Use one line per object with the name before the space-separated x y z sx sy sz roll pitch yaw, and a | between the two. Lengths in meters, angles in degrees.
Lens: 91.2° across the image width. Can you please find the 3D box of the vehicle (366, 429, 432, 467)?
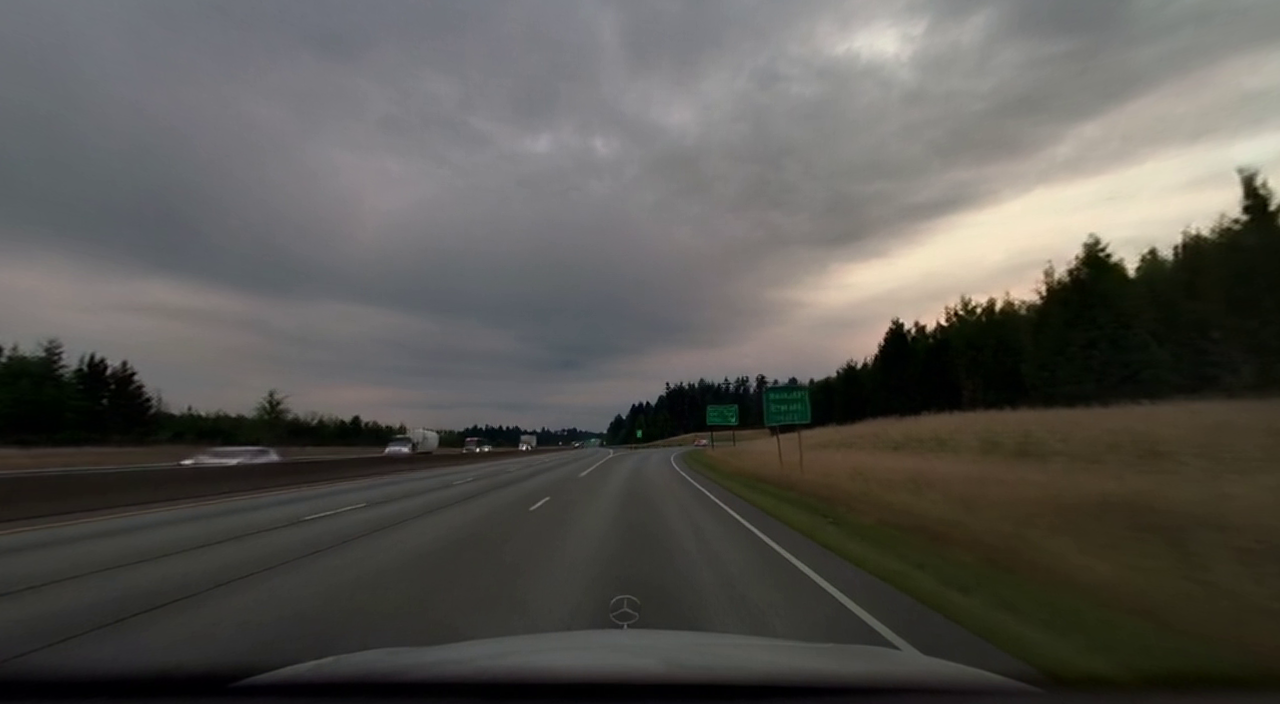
vehicle | -16.871 6.776 44.377 2.414 2.495 5.613 0 -9 0

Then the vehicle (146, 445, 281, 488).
vehicle | -16.544 4.442 24.707 1.888 1.502 4.814 0 -9 0
